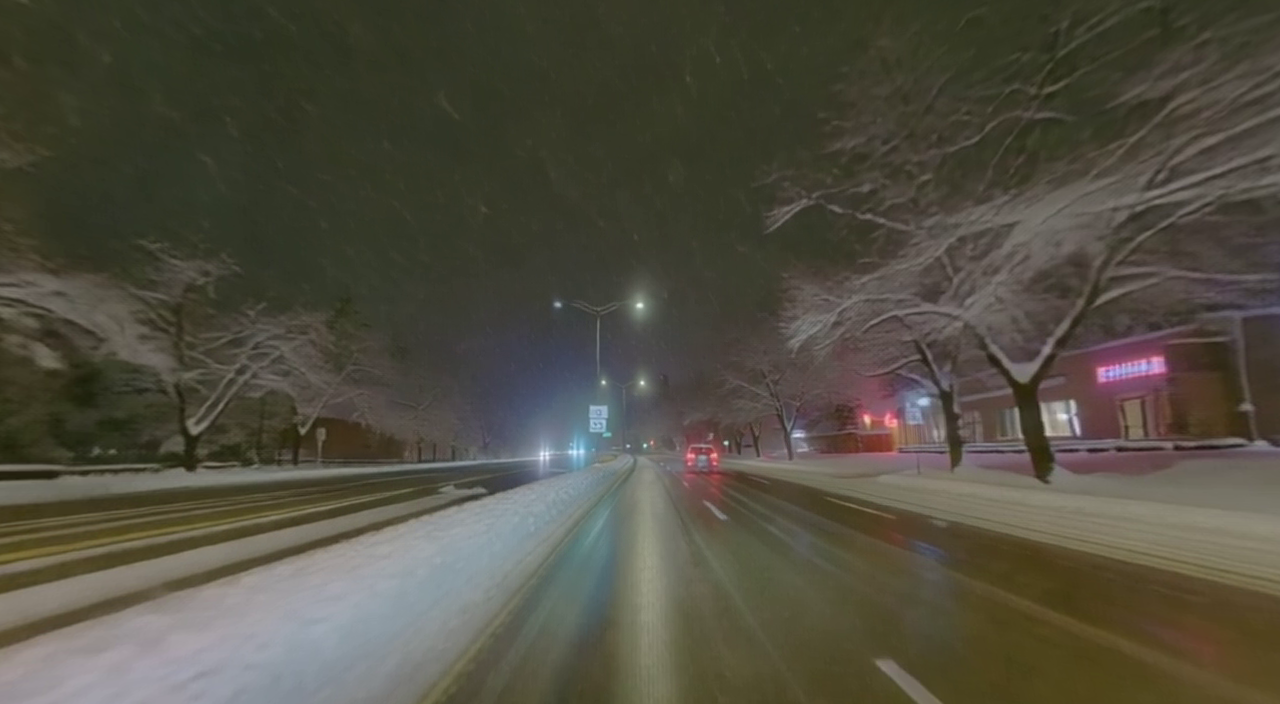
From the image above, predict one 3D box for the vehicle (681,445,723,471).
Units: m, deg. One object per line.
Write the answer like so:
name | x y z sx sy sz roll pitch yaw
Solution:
vehicle | 3.674 6.385 38.135 2.015 1.479 4.444 0 -9 -1
